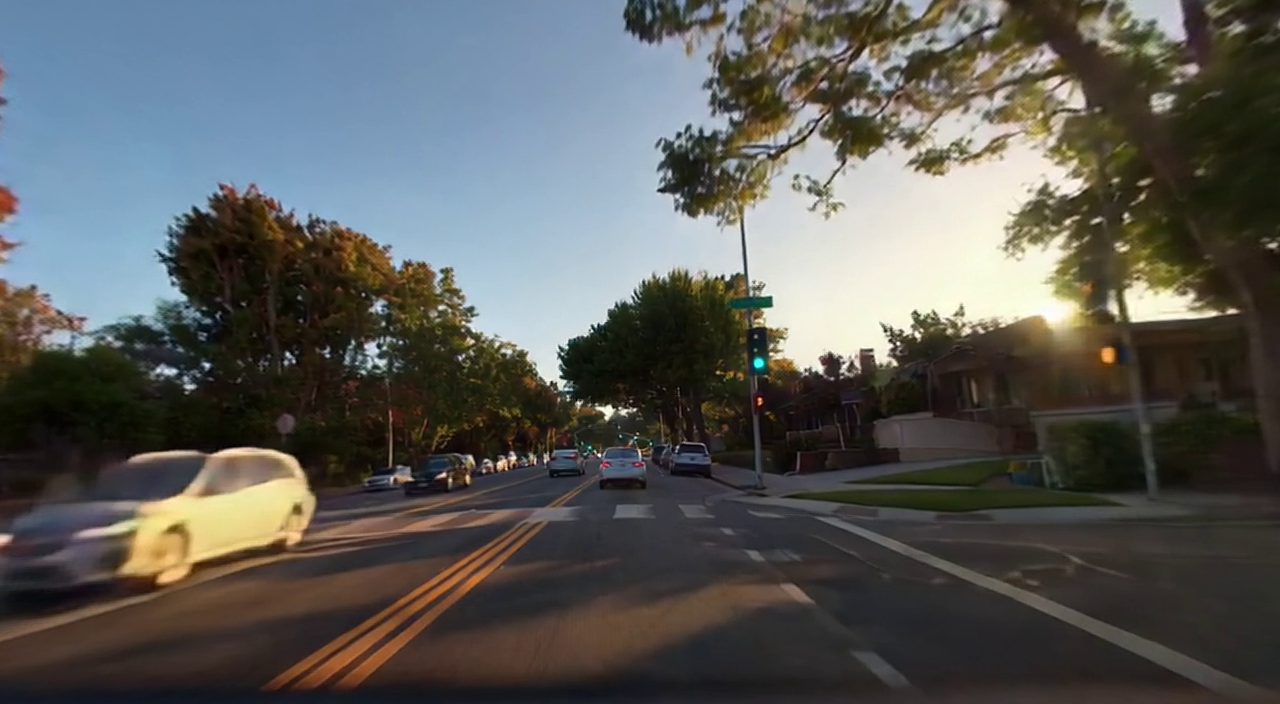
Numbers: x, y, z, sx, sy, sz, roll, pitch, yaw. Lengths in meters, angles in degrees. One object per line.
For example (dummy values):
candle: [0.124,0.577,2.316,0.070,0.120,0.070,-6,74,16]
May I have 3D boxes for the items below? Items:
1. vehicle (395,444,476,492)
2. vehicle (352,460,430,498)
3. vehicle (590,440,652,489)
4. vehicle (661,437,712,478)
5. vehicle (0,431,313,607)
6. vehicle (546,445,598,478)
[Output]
vehicle: [-9.508,5.377,29.795,2.105,1.858,4.903,-6,-8,0]
vehicle: [-12.710,6.458,32.566,2.050,1.518,5.115,-3,-8,-1]
vehicle: [-0.657,4.016,22.836,2.041,1.575,4.304,0,-8,-1]
vehicle: [2.243,5.259,31.717,2.119,1.884,4.567,0,-8,-1]
vehicle: [-6.479,1.975,8.428,1.958,1.706,4.281,-1,-8,-1]
vehicle: [-3.349,5.462,31.859,2.117,1.528,4.277,0,-8,0]
